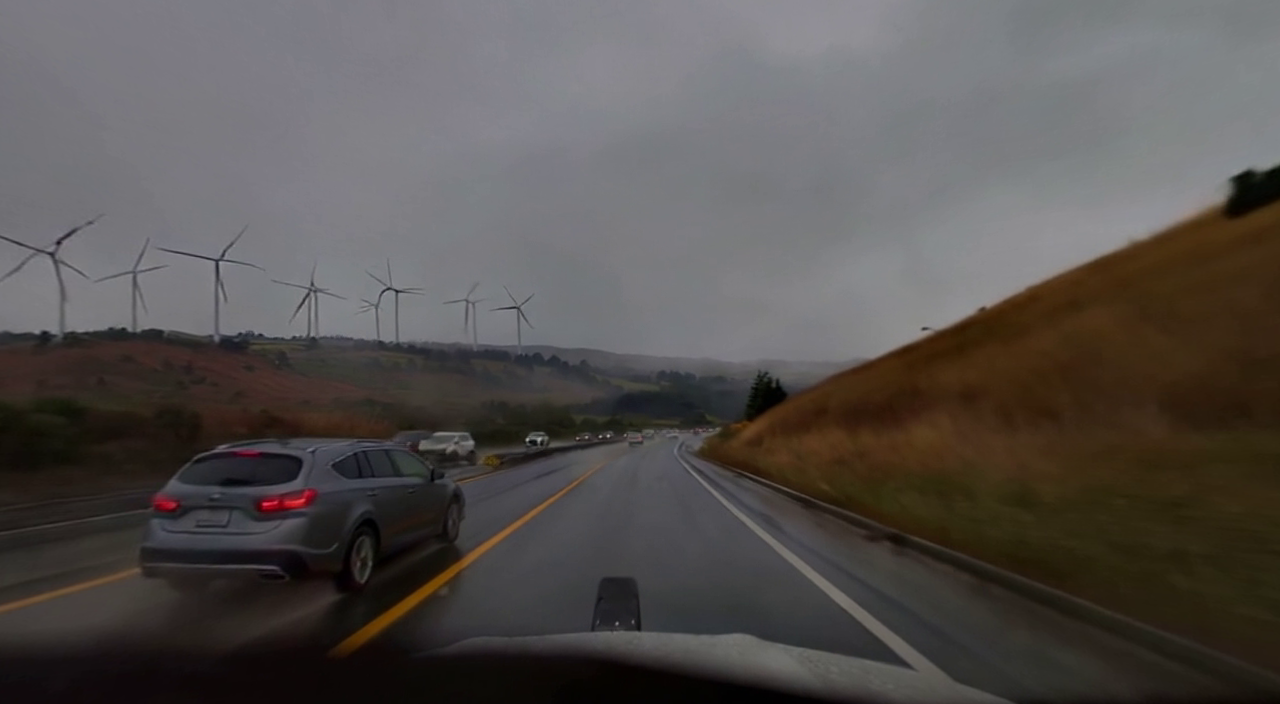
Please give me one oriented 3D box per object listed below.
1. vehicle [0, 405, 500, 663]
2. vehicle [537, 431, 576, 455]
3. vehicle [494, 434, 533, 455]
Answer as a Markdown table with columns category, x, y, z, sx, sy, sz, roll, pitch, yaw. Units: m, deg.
| category | x | y | z | sx | sy | sz | roll | pitch | yaw |
| --- | --- | --- | --- | --- | --- | --- | --- | --- | --- |
| vehicle | -2.769 | 1.327 | 5.836 | 1.918 | 1.443 | 4.422 | 0 | -8 | 0 |
| vehicle | -5.736 | 6.308 | 43.790 | 2.012 | 1.564 | 3.878 | 0 | -8 | 3 |
| vehicle | -9.354 | 6.861 | 46.851 | 1.866 | 1.501 | 3.849 | 0 | -8 | 3 |
